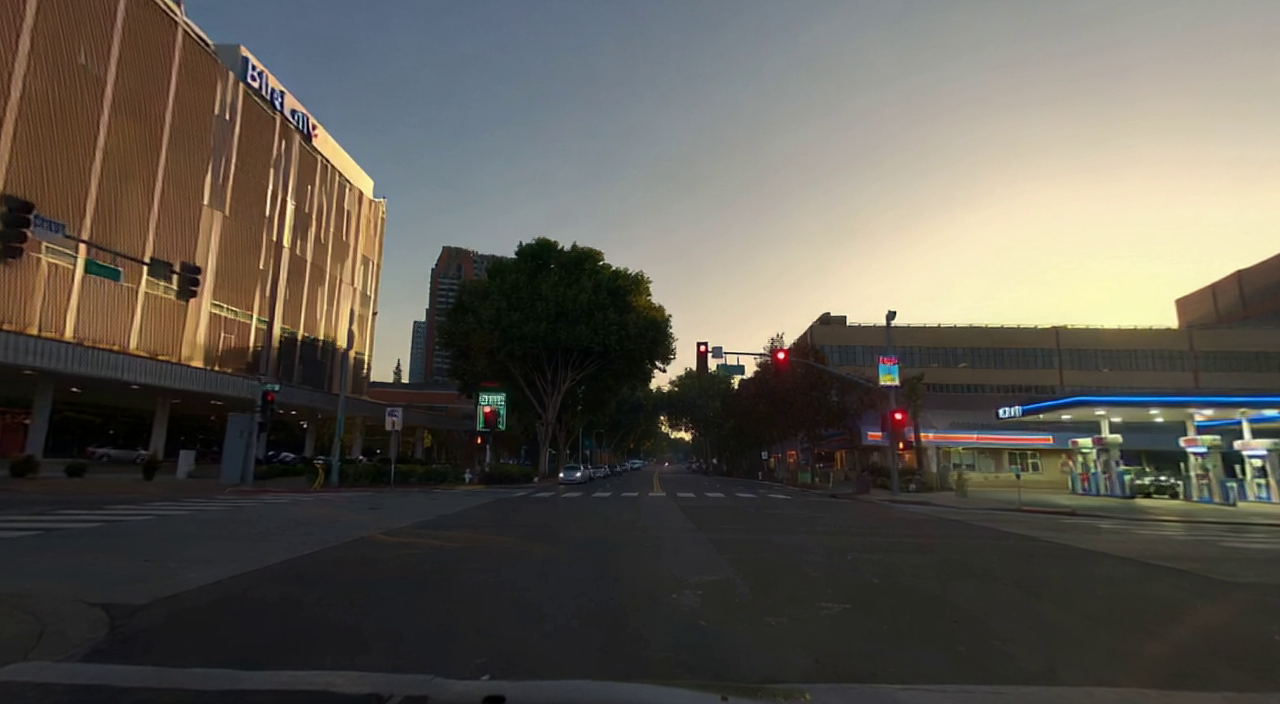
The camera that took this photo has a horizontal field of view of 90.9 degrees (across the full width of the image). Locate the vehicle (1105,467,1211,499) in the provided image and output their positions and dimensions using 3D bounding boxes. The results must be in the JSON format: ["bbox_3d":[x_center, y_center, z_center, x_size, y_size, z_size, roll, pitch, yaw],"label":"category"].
[{"bbox_3d":[28.024,7.070,34.322,1.897,1.466,4.211,1,-8,-6],"label":"vehicle"}]
